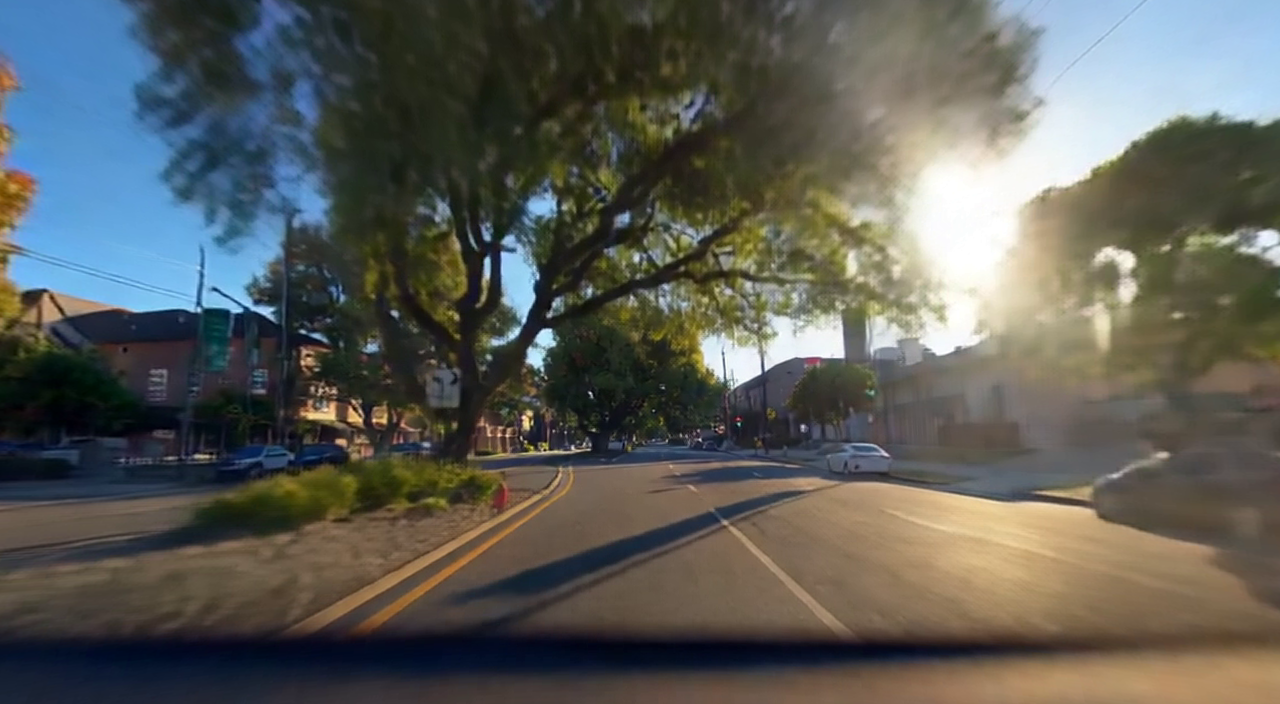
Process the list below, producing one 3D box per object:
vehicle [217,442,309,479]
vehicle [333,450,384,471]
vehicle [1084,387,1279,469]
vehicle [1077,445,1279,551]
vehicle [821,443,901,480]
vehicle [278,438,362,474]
[{"bbox_3d":[-19.424,5.604,32.833,1.966,1.753,4.634,0,-9,-2],"label":"vehicle"},{"bbox_3d":[-19.080,7.339,42.983,1.928,1.336,3.353,0,-9,0],"label":"vehicle"},{"bbox_3d":[18.875,2.732,22.017,2.179,2.441,5.974,0,-9,-3],"label":"vehicle"},{"bbox_3d":[9.865,2.295,10.507,1.926,1.464,4.436,0,-9,-1],"label":"vehicle"},{"bbox_3d":[9.960,4.964,28.946,1.919,1.546,4.730,0,-9,0],"label":"vehicle"},{"bbox_3d":[-19.176,6.215,38.207,2.085,1.957,5.548,-1,-8,1],"label":"vehicle"}]
